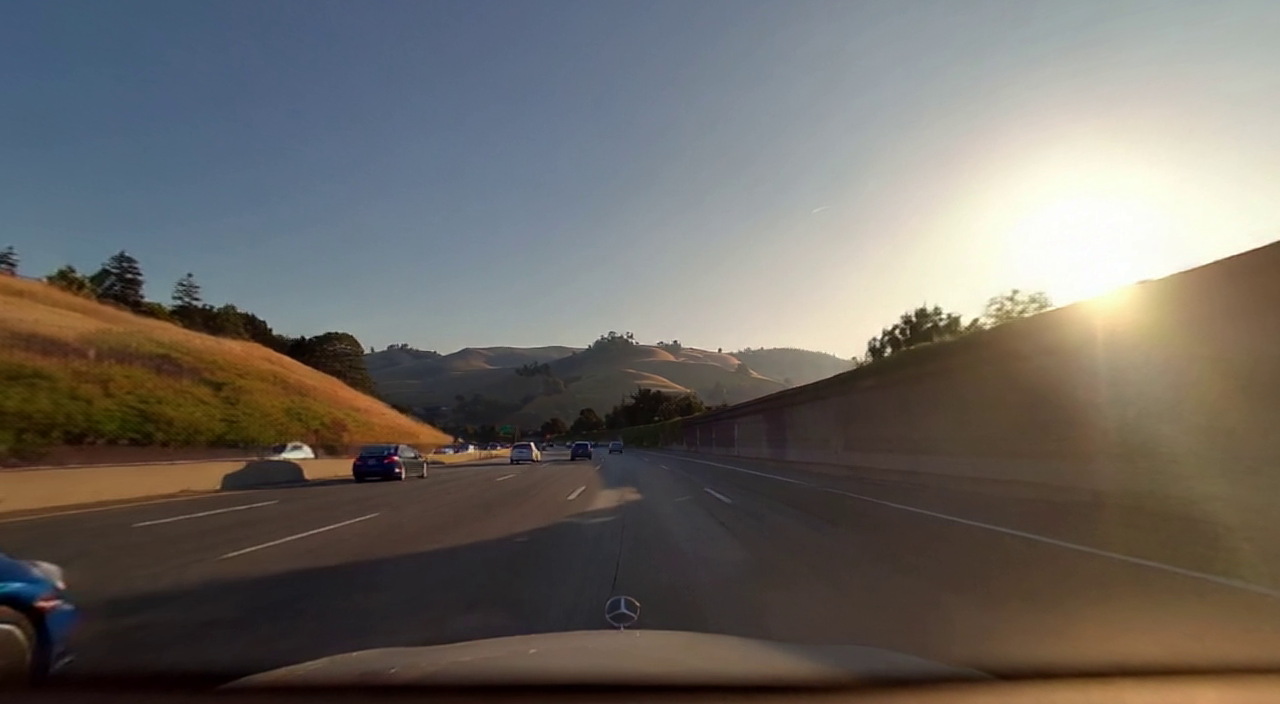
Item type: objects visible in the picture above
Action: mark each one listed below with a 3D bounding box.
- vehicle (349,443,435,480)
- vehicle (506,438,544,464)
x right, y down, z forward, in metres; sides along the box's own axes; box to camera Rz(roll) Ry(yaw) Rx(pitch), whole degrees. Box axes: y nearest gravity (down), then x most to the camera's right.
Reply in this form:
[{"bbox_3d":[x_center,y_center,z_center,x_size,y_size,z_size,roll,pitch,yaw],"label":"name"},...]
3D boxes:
[{"bbox_3d":[-10.677,4.736,27.603,1.949,1.475,4.740,0,-9,-2],"label":"vehicle"},{"bbox_3d":[-8.295,7.206,45.984,2.074,1.768,4.805,0,-9,-2],"label":"vehicle"}]
